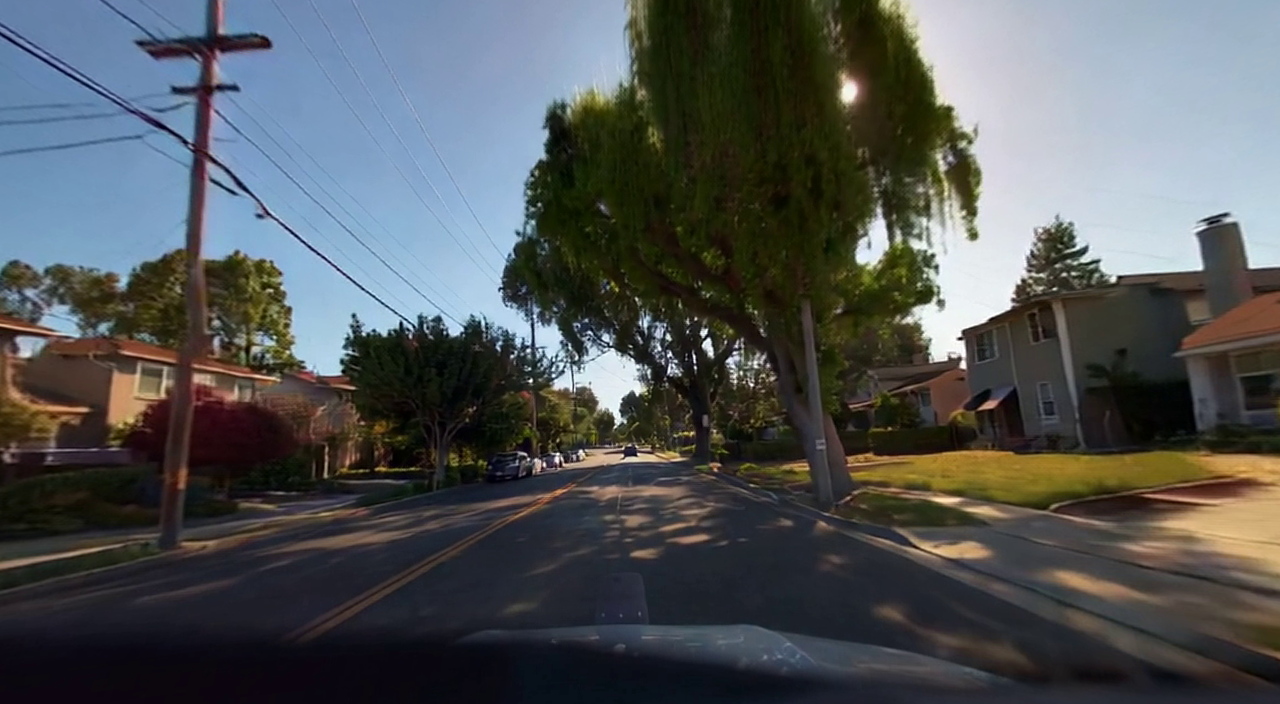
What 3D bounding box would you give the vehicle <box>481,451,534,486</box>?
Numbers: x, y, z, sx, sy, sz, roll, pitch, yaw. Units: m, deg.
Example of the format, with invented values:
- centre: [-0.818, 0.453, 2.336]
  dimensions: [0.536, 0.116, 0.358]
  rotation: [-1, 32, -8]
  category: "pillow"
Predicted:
- centre: [-7.274, 6.411, 35.143]
  dimensions: [1.869, 1.442, 4.344]
  rotation: [-9, -8, -1]
  category: "vehicle"
